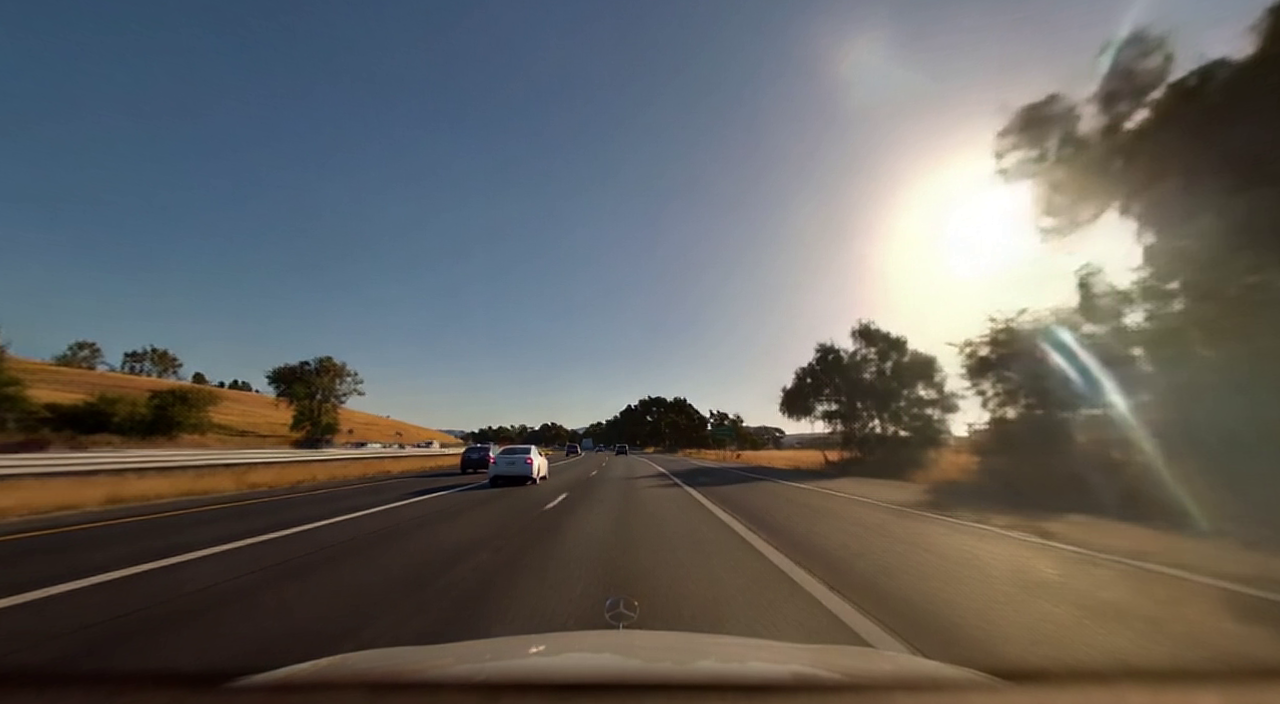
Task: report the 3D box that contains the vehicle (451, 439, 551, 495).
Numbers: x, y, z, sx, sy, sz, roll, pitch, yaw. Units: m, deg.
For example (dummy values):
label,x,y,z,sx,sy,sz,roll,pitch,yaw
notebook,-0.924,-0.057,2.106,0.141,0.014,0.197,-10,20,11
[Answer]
label,x,y,z,sx,sy,sz,roll,pitch,yaw
vehicle,-4.133,3.514,19.624,2.073,1.516,4.478,0,-9,0

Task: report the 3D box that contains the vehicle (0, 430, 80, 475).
label,x,y,z,sx,sy,sz,roll,pitch,yaw
vehicle,-24.990,3.951,24.751,1.902,1.663,4.507,0,-9,-1
